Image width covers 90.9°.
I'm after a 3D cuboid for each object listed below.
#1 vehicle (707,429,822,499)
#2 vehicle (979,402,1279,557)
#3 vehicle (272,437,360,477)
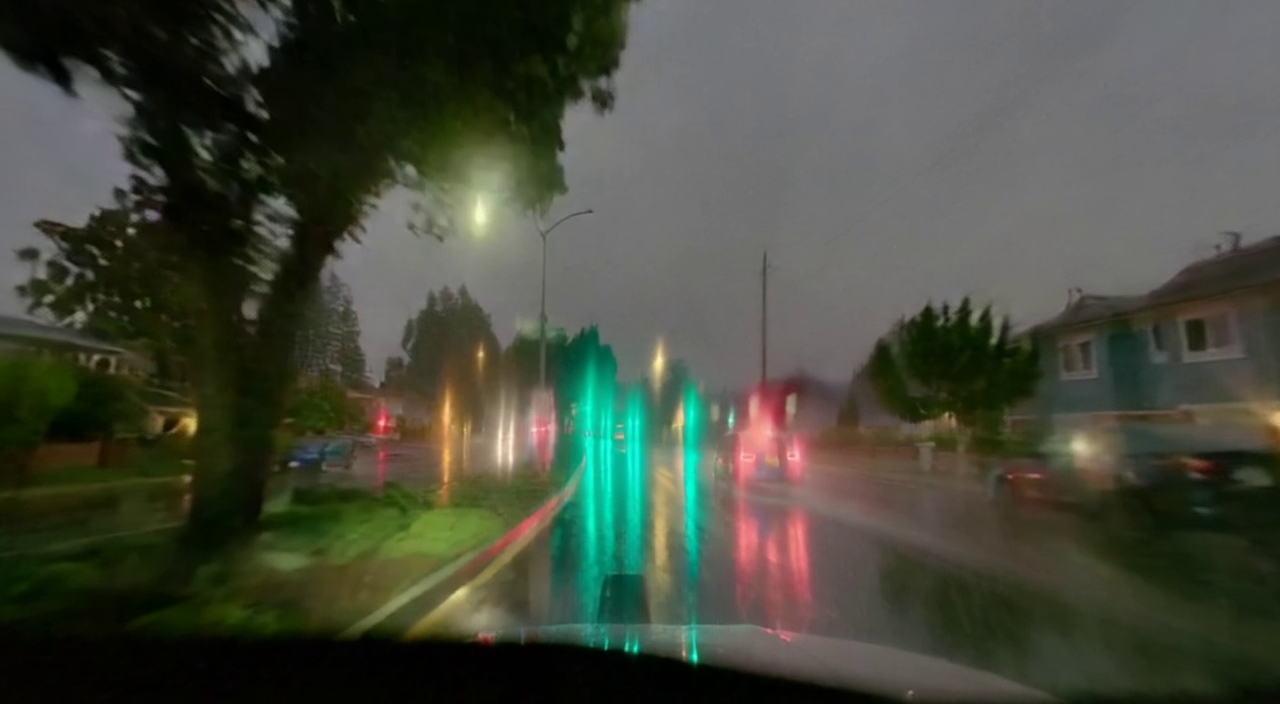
[{"bbox_3d":[2.901,2.727,15.698,1.960,1.479,4.086,0,-9,-1],"label":"vehicle"},{"bbox_3d":[6.866,1.668,8.856,2.008,1.614,4.369,-1,-9,4],"label":"vehicle"},{"bbox_3d":[-14.473,4.718,28.462,1.949,1.642,4.376,1,-9,-5],"label":"vehicle"}]
